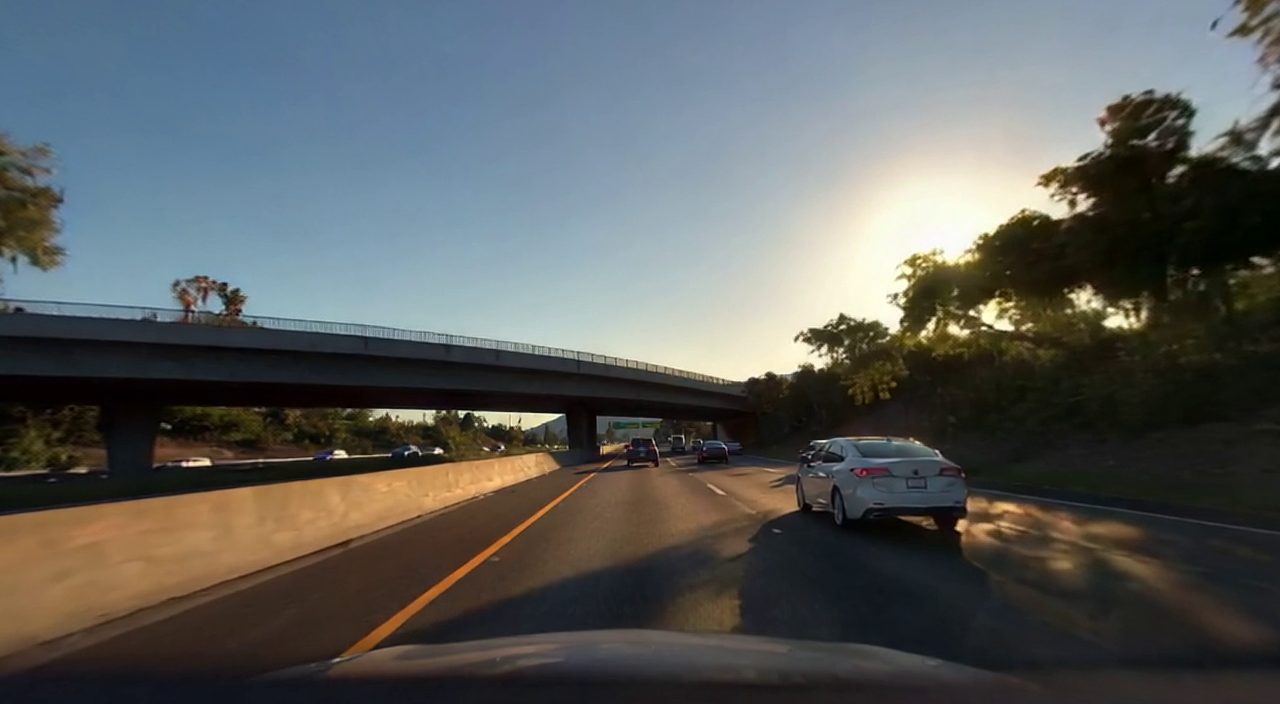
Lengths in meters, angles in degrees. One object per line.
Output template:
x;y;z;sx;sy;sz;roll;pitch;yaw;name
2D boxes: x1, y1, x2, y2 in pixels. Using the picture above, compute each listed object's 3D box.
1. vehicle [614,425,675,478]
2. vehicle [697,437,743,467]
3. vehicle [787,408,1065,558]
0.159;3.877;24.761;2.189;1.852;4.038;0;-8;0;vehicle
4.220;5.349;33.784;1.825;1.487;4.034;0;-8;-1;vehicle
3.745;1.788;9.359;2.003;1.661;4.418;0;-8;0;vehicle
